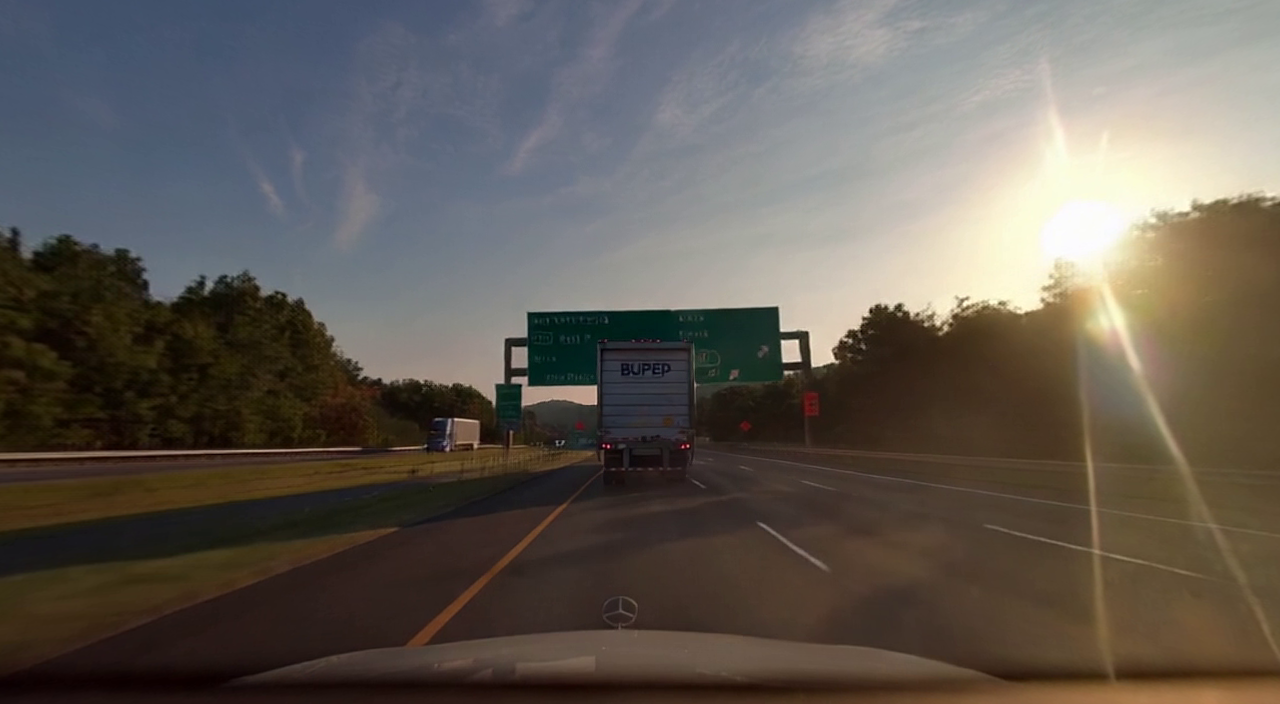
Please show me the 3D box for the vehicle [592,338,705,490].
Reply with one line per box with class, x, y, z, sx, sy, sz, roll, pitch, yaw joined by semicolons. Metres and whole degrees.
vehicle;0.152;2.173;20.561;2.870;3.911;8.697;0;-8;-1
